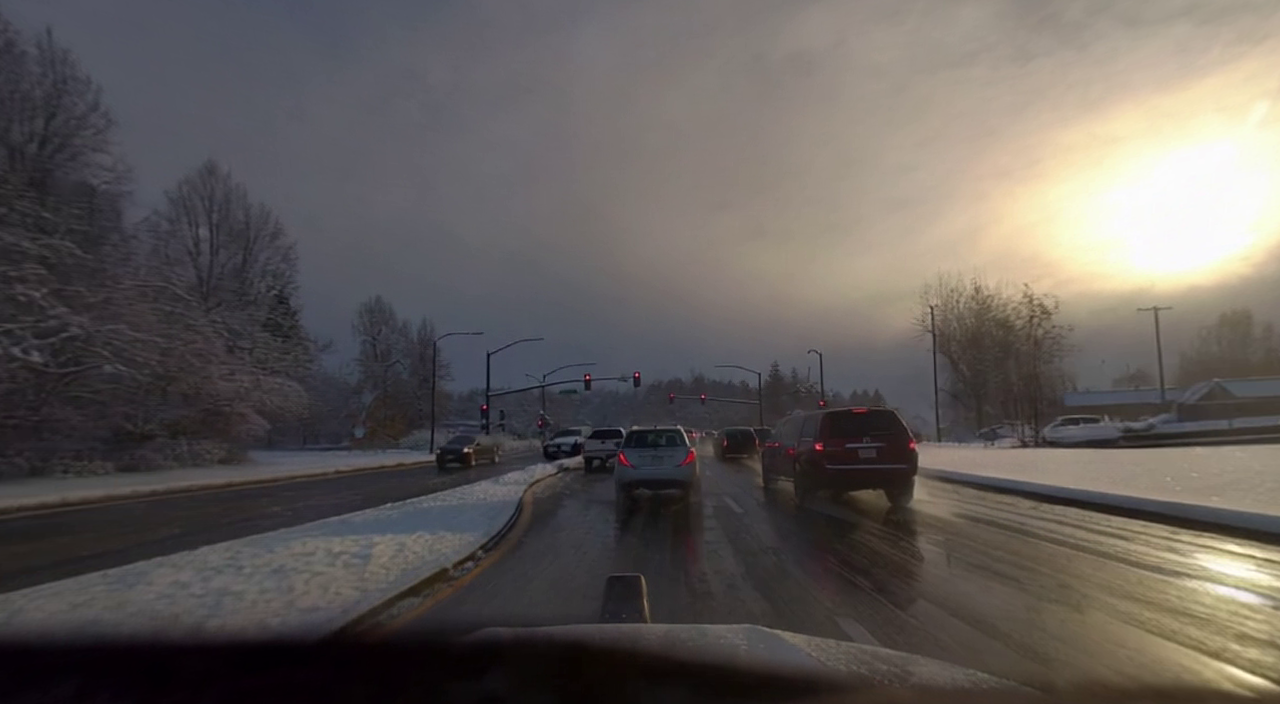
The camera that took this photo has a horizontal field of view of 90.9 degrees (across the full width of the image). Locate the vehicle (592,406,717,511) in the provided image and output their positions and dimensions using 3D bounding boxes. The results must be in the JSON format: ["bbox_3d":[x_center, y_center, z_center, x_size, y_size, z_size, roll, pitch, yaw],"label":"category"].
[{"bbox_3d":[0.341,2.113,12.750,2.113,1.768,3.901,0,-9,3],"label":"vehicle"}]

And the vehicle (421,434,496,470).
[{"bbox_3d":[-8.205,4.576,28.935,1.868,1.496,4.219,-1,-9,4],"label":"vehicle"}]

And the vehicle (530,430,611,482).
[{"bbox_3d":[-2.157,3.347,20.705,2.023,1.494,4.259,-2,-8,2],"label":"vehicle"}]

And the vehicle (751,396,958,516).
[{"bbox_3d":[3.862,2.064,12.871,2.317,1.857,5.940,0,-9,2],"label":"vehicle"}]
